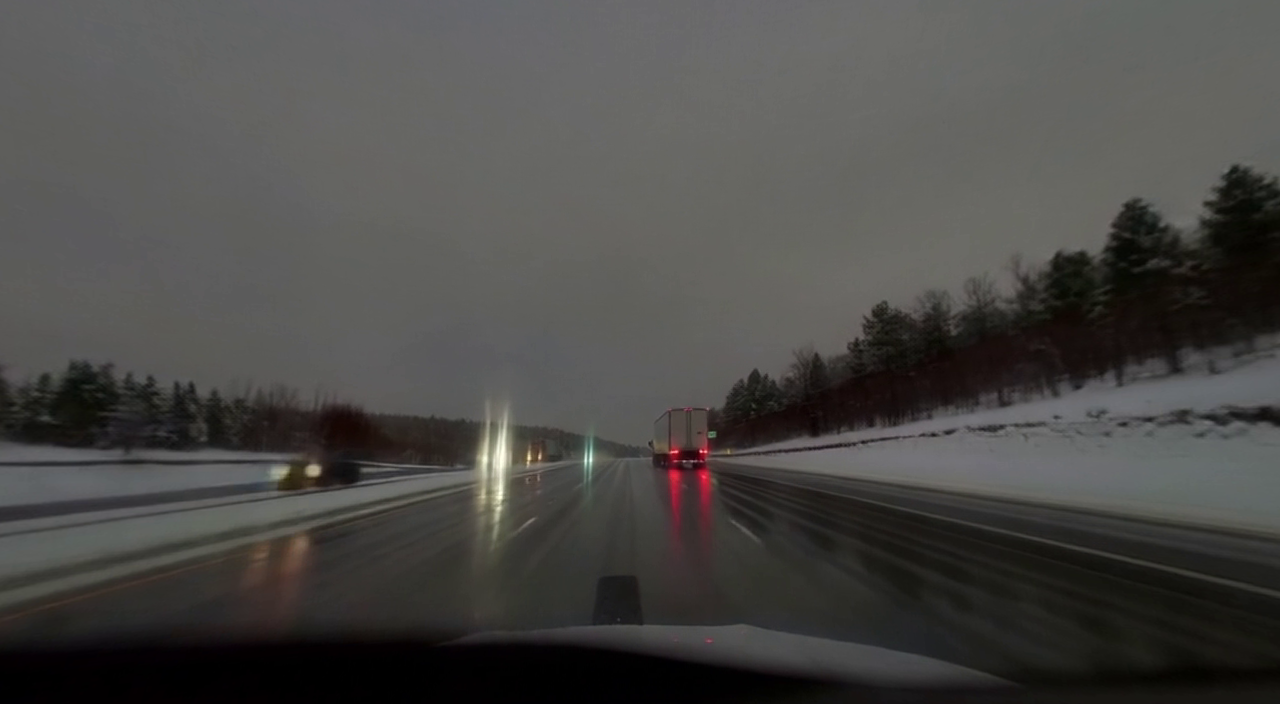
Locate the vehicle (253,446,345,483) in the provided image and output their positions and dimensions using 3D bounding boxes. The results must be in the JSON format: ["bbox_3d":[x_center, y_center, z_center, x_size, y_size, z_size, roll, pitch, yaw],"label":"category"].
[{"bbox_3d":[-15.575,5.133,28.989,1.870,1.543,4.152,0,-9,0],"label":"vehicle"}]
